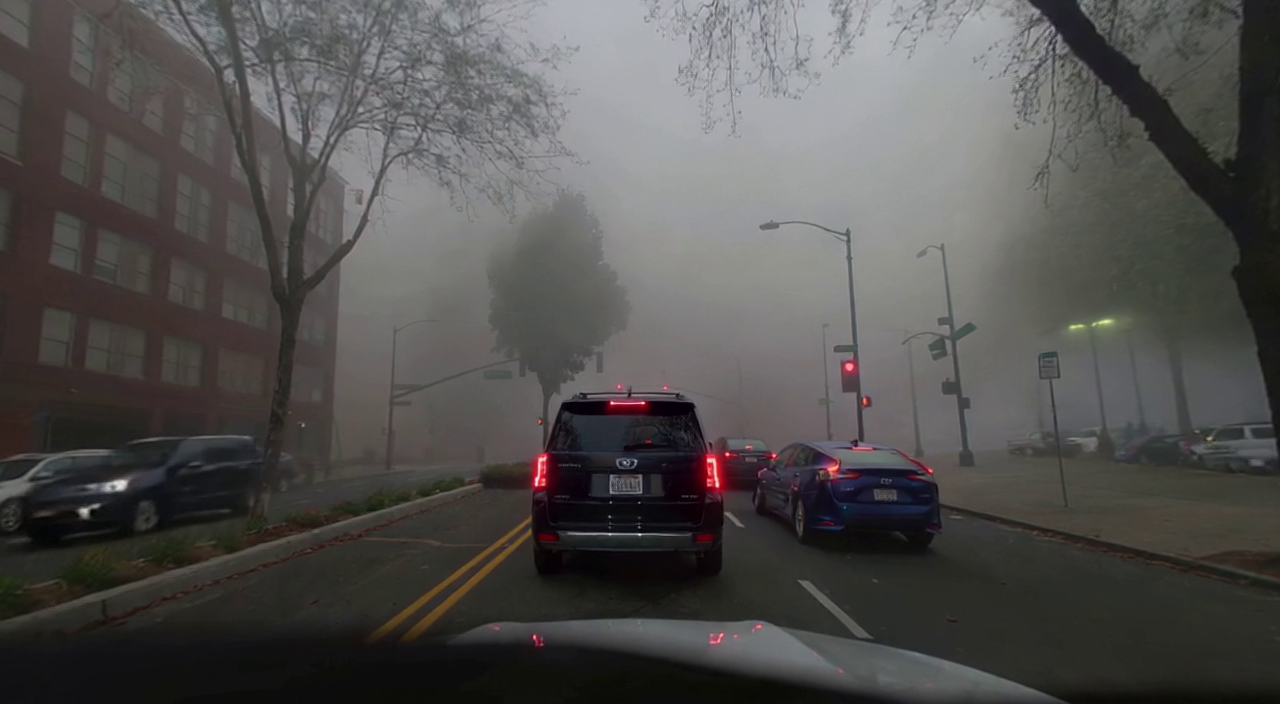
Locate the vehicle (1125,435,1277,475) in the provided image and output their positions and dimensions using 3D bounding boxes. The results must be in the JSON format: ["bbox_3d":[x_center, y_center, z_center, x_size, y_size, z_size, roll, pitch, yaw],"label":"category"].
[{"bbox_3d":[22.127,4.058,24.994,4.055,1.469,1.848,-4,-9,26],"label":"vehicle"}]

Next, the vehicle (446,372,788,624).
[{"bbox_3d":[-0.158,1.364,6.765,2.453,1.816,4.300,0,-8,0],"label":"vehicle"}]

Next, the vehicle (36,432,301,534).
[{"bbox_3d":[-9.202,2.547,12.885,2.054,1.722,4.292,0,-8,0],"label":"vehicle"}]

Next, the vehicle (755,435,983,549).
[{"bbox_3d":[3.290,2.086,10.087,2.056,1.422,4.130,0,-8,-1],"label":"vehicle"}]
